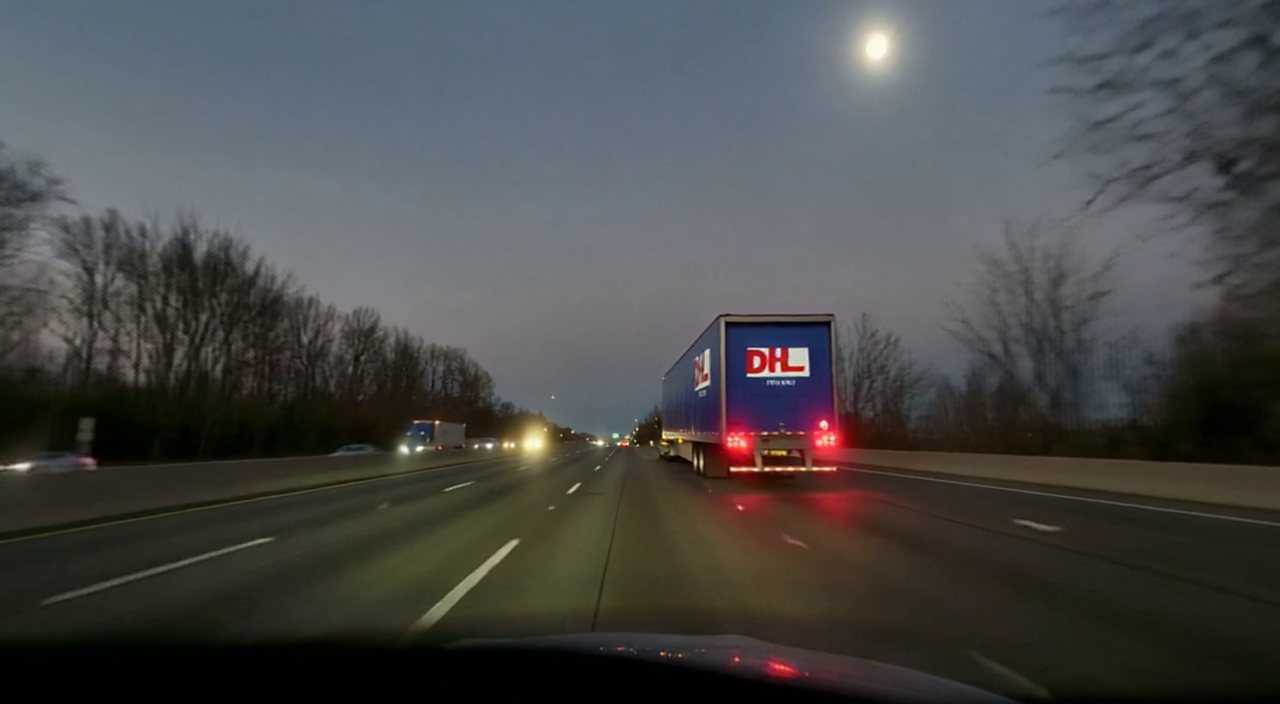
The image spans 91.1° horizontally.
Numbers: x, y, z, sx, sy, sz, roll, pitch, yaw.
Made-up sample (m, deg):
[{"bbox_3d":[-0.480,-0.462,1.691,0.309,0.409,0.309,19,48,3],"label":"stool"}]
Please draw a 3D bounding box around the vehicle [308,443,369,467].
[{"bbox_3d":[-19.823,6.788,41.591,1.931,1.459,4.334,0,-8,-1],"label":"vehicle"}]

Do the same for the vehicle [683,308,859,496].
[{"bbox_3d":[3.213,1.678,18.581,3.011,4.211,8.926,0,-8,-2],"label":"vehicle"}]

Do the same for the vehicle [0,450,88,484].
[{"bbox_3d":[-38.716,7.201,39.610,2.271,1.914,5.593,-1,-8,8],"label":"vehicle"}]
